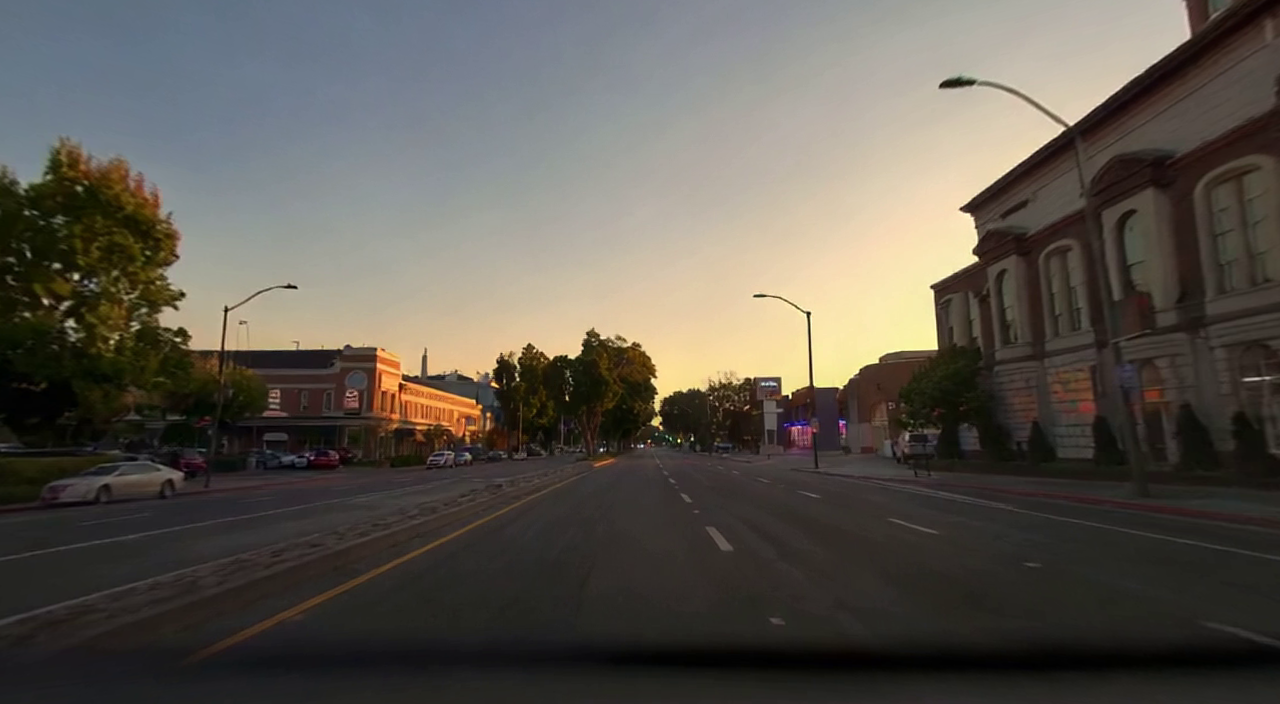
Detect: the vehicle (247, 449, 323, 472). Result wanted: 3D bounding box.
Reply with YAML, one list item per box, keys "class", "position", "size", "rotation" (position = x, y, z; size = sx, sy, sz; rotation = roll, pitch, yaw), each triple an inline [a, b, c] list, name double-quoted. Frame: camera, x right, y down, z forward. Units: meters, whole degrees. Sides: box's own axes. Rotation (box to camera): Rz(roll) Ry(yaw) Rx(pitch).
- class: "vehicle"
  position: [-27.459, 8.406, 48.695]
  size: [4.573, 1.633, 2.016]
  rotation: [1, -8, -5]

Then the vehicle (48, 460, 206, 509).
- class: "vehicle"
  position: [-19.679, 5.062, 24.467]
  size: [2.068, 1.479, 4.889]
  rotation: [-1, -8, 0]

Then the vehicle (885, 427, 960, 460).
- class: "vehicle"
  position: [16.784, 5.516, 37.653]
  size: [2.151, 1.814, 5.129]
  rotation: [0, -8, 1]
